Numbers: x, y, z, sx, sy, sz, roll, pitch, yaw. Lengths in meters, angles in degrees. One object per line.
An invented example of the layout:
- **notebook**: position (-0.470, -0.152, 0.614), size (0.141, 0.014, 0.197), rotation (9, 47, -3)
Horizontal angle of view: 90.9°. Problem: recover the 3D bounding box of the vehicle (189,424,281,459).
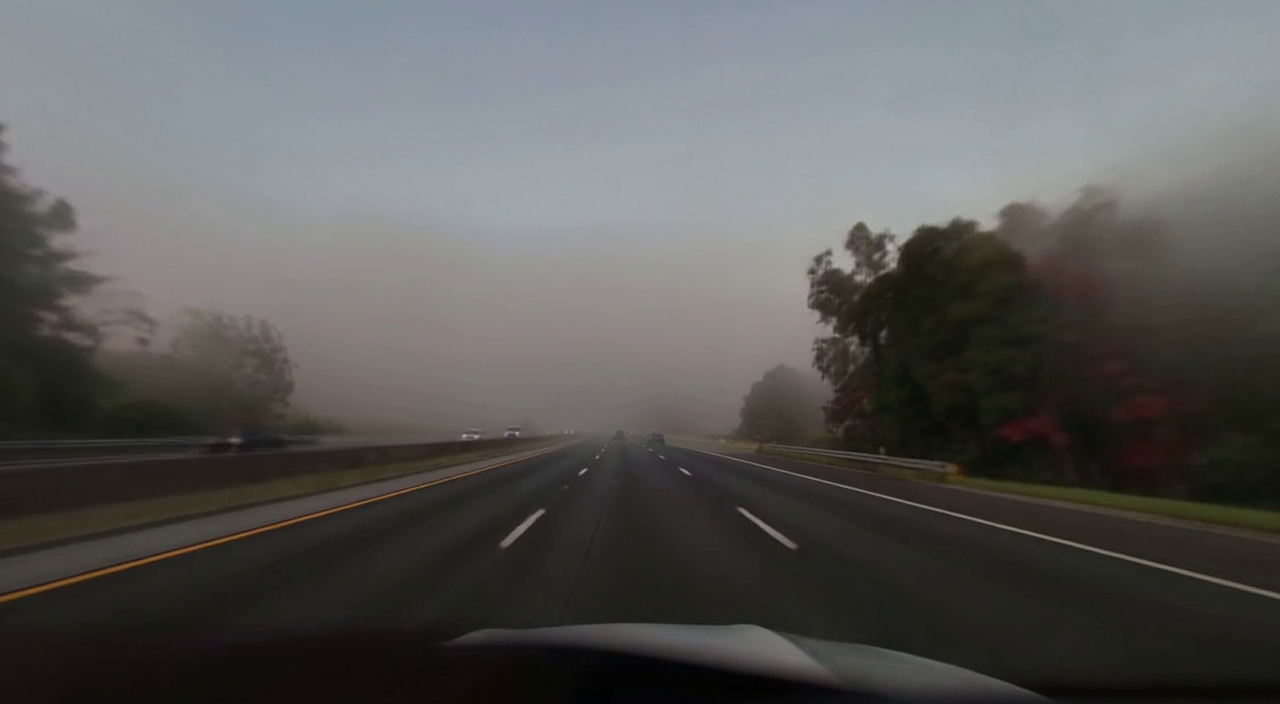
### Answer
- **vehicle**: position (-20.125, 4.441, 31.525), size (1.931, 1.622, 4.044), rotation (0, -8, -2)
